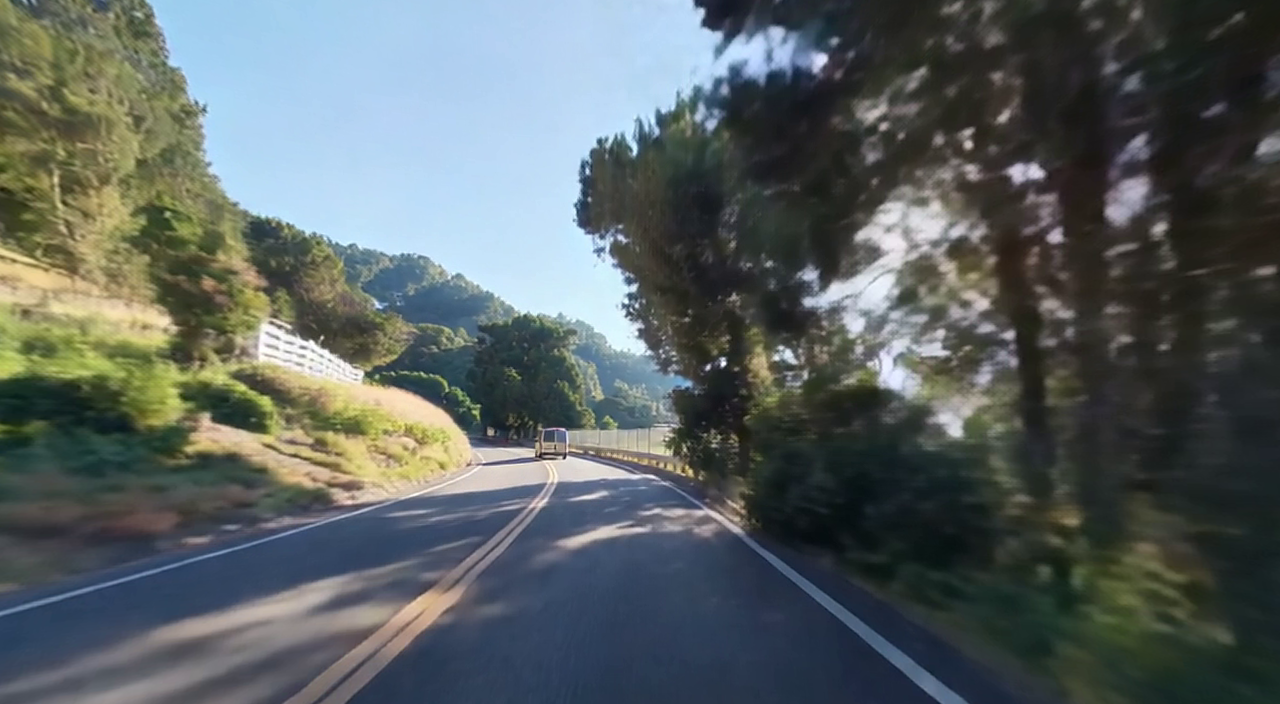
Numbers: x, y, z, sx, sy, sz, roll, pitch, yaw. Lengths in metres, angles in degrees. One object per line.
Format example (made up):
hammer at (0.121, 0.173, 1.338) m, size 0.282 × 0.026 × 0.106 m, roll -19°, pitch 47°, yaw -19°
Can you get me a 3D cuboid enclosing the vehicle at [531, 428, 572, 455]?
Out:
vehicle at (-6.967, 6.990, 49.309) m, size 2.439 × 1.912 × 5.605 m, roll 2°, pitch -8°, yaw -15°
